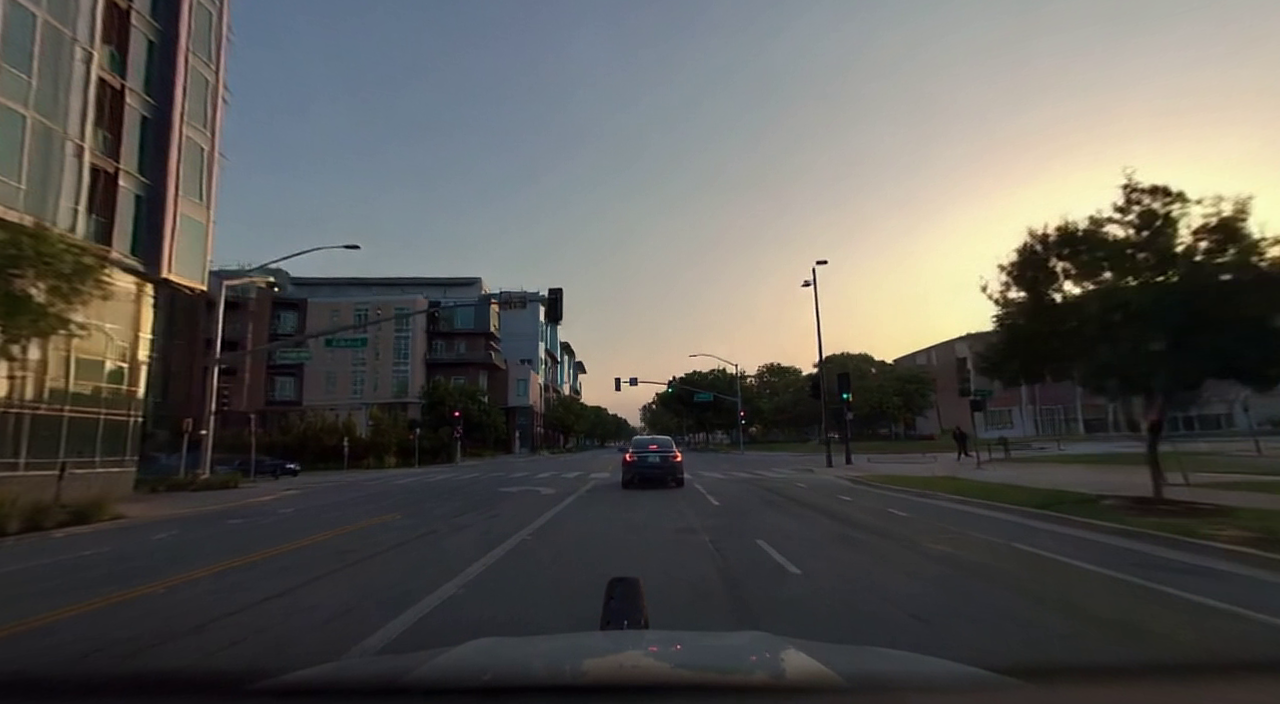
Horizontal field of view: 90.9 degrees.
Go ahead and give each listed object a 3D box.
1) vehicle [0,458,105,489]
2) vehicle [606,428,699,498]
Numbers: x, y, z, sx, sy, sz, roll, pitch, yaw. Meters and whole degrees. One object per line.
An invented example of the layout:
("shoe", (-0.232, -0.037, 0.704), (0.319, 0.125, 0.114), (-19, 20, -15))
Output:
("vehicle", (-30.858, 6.275, 32.655), (4.494, 1.475, 1.893), (0, -9, -1))
("vehicle", (0.289, 2.920, 16.930), (2.184, 1.640, 4.086), (0, -8, 0))
